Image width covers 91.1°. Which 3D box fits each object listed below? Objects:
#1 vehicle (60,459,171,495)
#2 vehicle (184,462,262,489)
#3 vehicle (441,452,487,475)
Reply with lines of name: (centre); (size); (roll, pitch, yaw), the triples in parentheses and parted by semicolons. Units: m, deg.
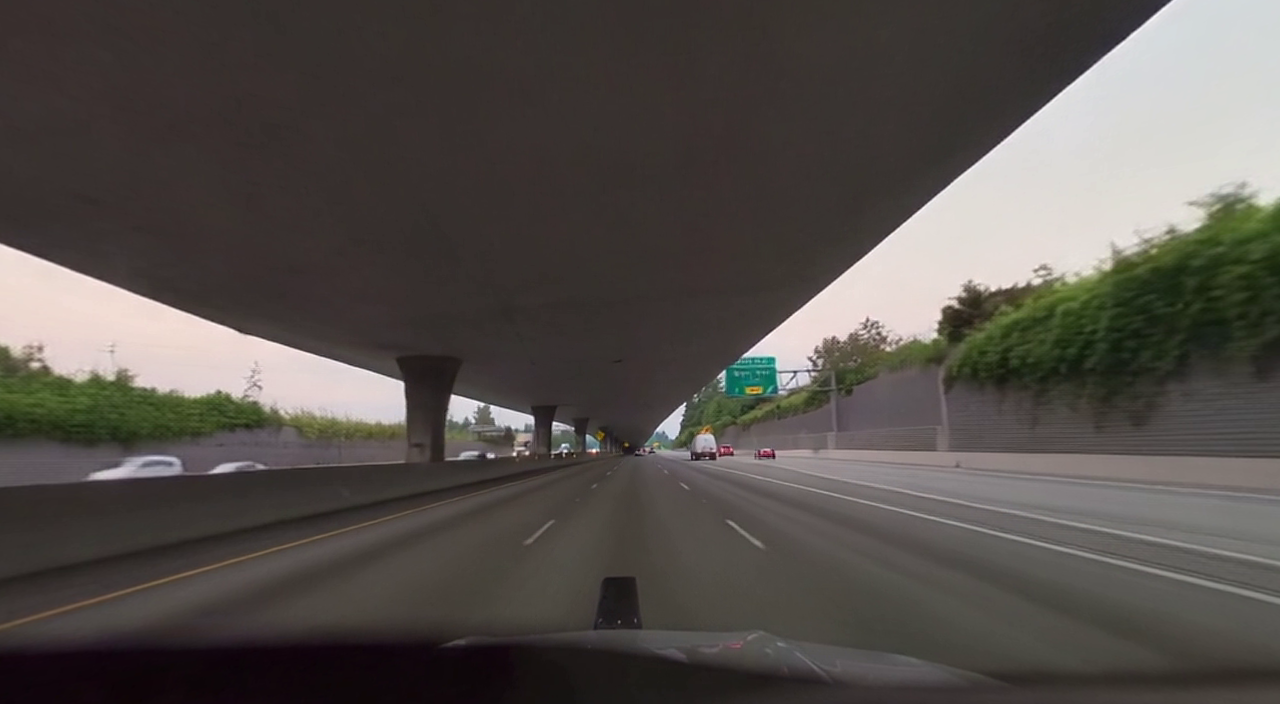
vehicle: (-28.833, 6.855, 34.810); (2.021, 1.715, 4.781); (0, -9, 0)
vehicle: (-25.069, 7.415, 37.977); (1.813, 1.454, 4.257); (-1, -9, 0)
vehicle: (-12.809, 8.111, 46.012); (2.223, 1.585, 3.787); (0, -9, 0)
